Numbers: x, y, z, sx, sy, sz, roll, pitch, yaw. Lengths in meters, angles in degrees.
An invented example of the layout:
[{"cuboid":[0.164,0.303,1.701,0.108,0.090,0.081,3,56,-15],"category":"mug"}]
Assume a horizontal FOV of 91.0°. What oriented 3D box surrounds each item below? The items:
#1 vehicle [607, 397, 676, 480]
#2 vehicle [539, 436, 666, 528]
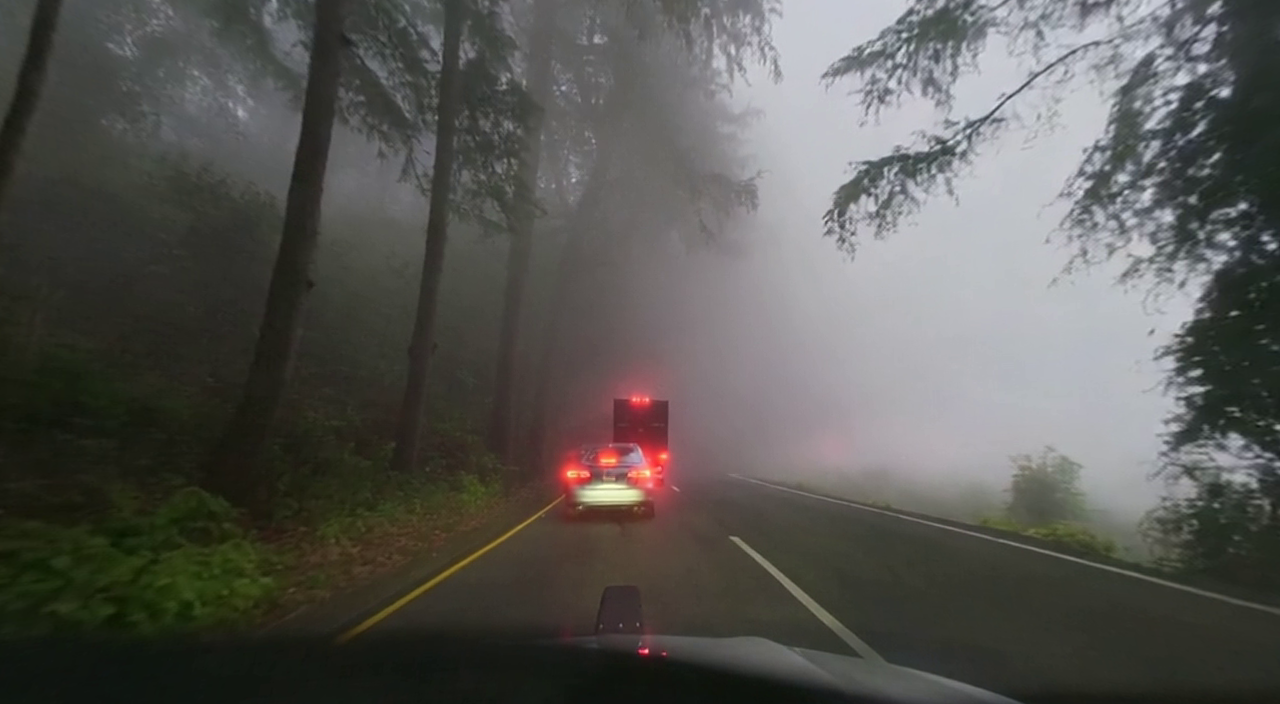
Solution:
[{"cuboid":[-0.024,4.781,34.164,3.085,3.682,11.755,0,-9,-1],"category":"vehicle"},{"cuboid":[-0.612,2.460,12.459,2.076,1.490,4.078,0,-9,0],"category":"vehicle"}]
